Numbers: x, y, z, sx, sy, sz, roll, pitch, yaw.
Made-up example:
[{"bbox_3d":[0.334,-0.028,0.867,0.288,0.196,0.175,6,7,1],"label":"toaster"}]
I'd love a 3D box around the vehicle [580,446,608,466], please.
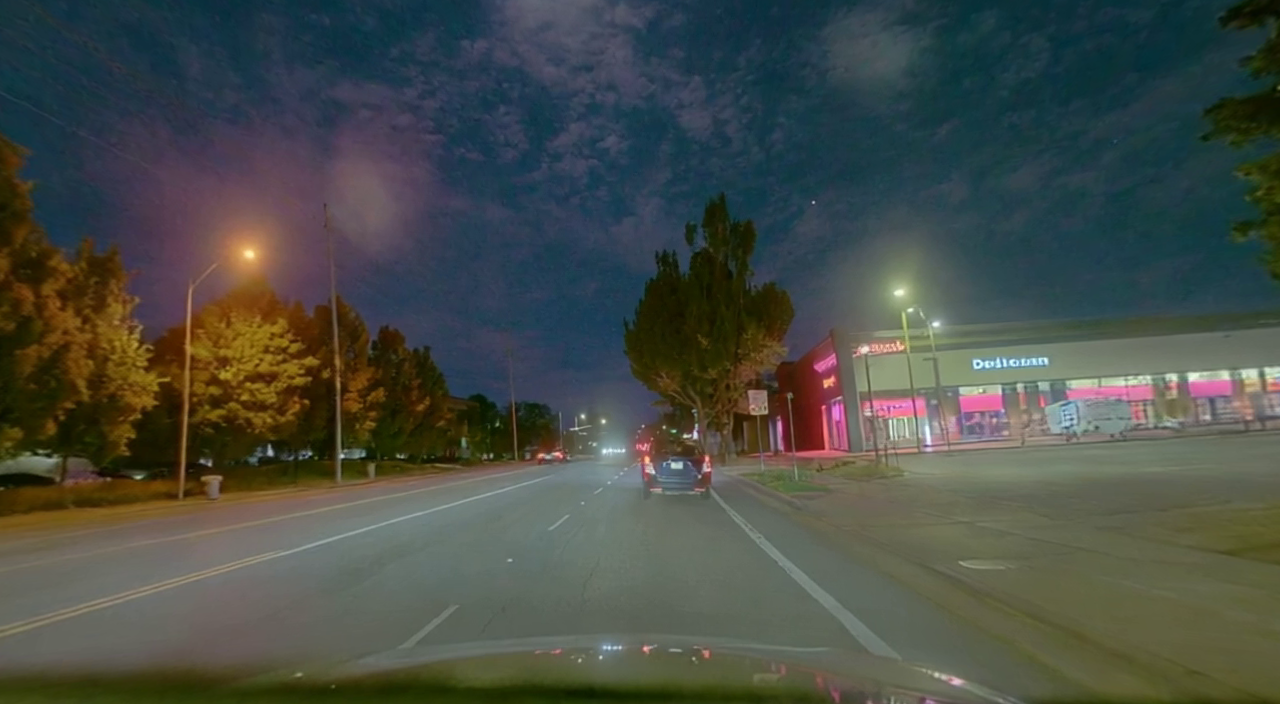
[{"bbox_3d":[-3.576,8.192,49.682,1.951,1.516,3.684,0,-8,1],"label":"vehicle"}]

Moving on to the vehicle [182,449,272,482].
[{"bbox_3d":[-28.451,7.800,43.479,4.703,2.084,2.143,-1,-8,5],"label":"vehicle"}]

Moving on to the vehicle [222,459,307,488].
[{"bbox_3d":[-22.487,7.275,38.011,1.862,1.468,4.708,-1,-8,6],"label":"vehicle"}]

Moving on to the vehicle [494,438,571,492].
[{"bbox_3d":[-3.668,3.928,22.254,1.862,1.694,4.315,0,-8,1],"label":"vehicle"}]

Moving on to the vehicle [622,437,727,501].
[{"bbox_3d":[0.829,3.290,18.242,2.108,1.612,4.246,2,-8,-10],"label":"vehicle"}]
